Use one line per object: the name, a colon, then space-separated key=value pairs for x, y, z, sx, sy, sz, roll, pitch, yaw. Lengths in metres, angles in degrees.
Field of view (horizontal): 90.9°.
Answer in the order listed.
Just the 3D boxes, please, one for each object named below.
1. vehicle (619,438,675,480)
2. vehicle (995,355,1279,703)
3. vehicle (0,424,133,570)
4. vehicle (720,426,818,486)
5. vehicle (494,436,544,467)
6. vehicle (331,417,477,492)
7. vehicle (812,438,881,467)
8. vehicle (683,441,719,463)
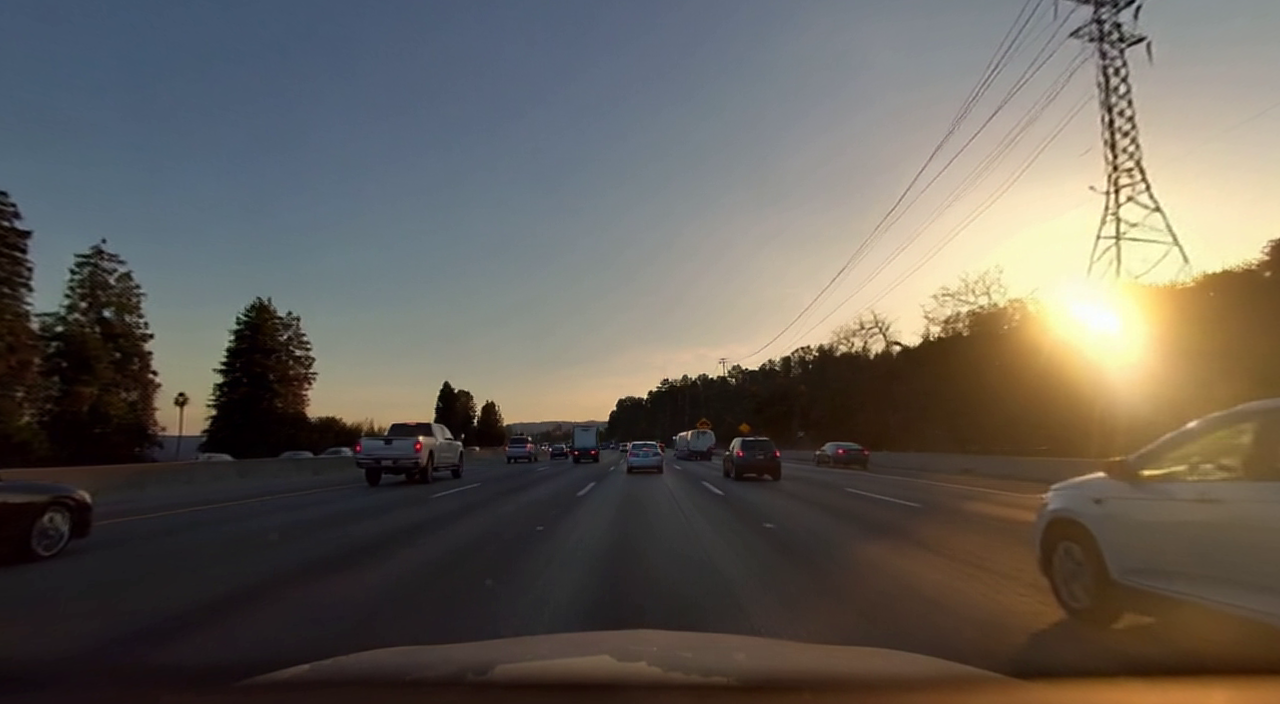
vehicle: x=0.245 y=4.076 z=24.244 sx=1.966 sy=1.444 sz=3.986 roll=0 pitch=-9 yaw=0
vehicle: x=3.948 y=0.880 z=3.001 sx=2.002 sy=1.691 sz=4.290 roll=0 pitch=-9 yaw=0
vehicle: x=-7.533 y=1.405 z=5.915 sx=1.911 sy=1.479 sz=4.312 roll=0 pitch=-9 yaw=1
vehicle: x=4.132 y=3.433 z=21.101 sx=2.195 sy=1.778 sz=4.455 roll=0 pitch=-9 yaw=-2
vehicle: x=-6.950 y=5.772 z=36.799 sx=1.978 sy=1.680 sz=4.263 roll=0 pitch=-9 yaw=1
vehicle: x=-6.958 y=3.135 z=19.522 sx=2.269 sy=1.936 sz=5.777 roll=0 pitch=-9 yaw=0
vehicle: x=11.411 y=5.600 z=35.268 sx=2.117 sy=1.491 sz=4.830 roll=0 pitch=-9 yaw=-1
vehicle: x=3.993 y=6.617 z=41.831 sx=1.895 sy=1.429 sz=3.908 roll=0 pitch=-9 yaw=-1
